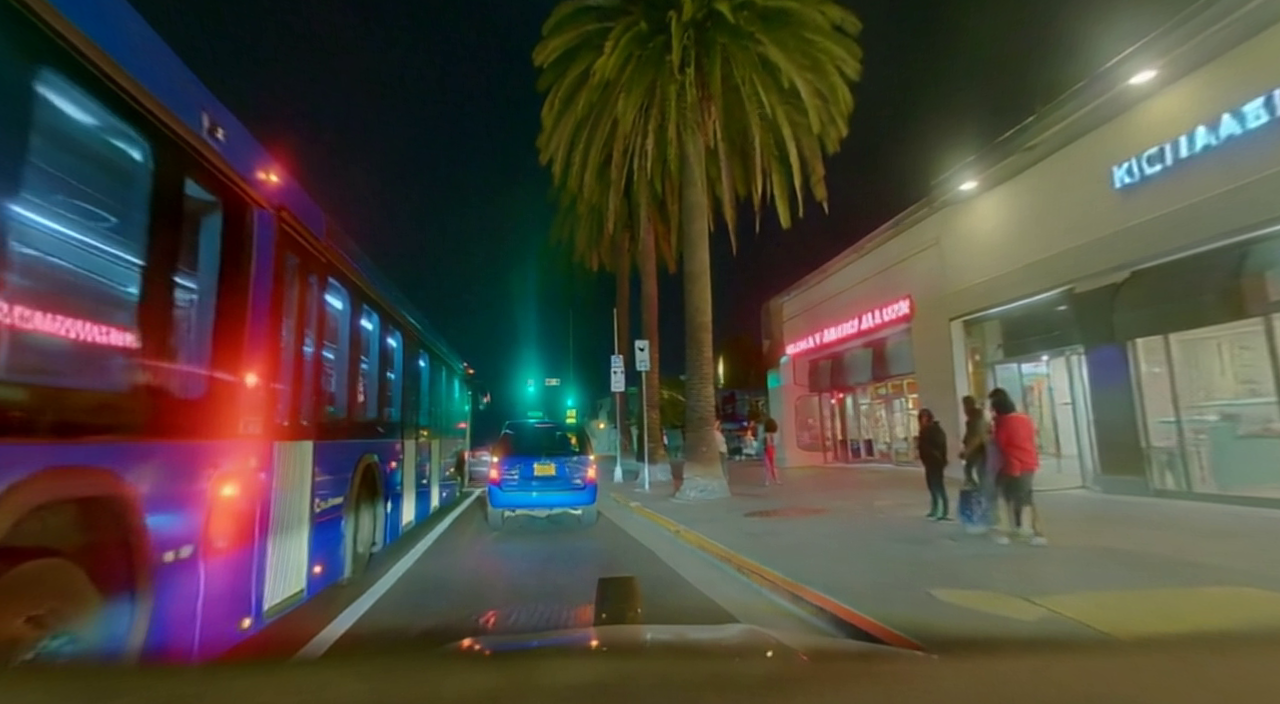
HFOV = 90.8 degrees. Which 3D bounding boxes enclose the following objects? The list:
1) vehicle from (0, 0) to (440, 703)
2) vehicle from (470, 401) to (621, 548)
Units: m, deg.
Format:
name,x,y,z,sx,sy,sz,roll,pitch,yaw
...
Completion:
name,x,y,z,sx,sy,sz,roll,pitch,yaw
vehicle,-4.376,0.596,6.049,2.863,3.233,11.573,1,-9,-9
vehicle,-1.750,1.939,10.622,2.002,1.907,4.211,2,-9,-14
